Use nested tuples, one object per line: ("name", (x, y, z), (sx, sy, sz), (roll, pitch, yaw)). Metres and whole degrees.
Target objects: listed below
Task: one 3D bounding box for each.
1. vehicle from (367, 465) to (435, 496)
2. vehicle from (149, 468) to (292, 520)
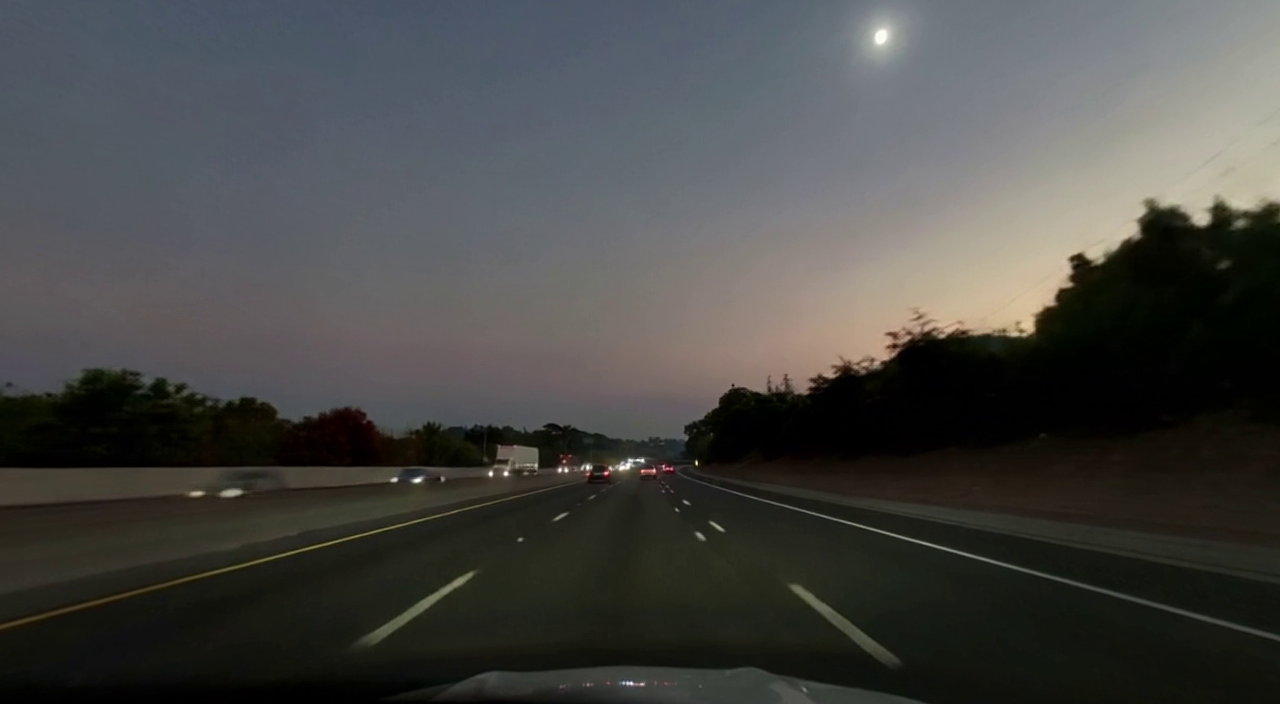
("vehicle", (-12.525, 6.774, 33.283), (1.958, 1.472, 3.922), (1, -11, 1))
("vehicle", (-12.912, 4.364, 19.751), (1.660, 1.407, 4.064), (1, -11, 0))
